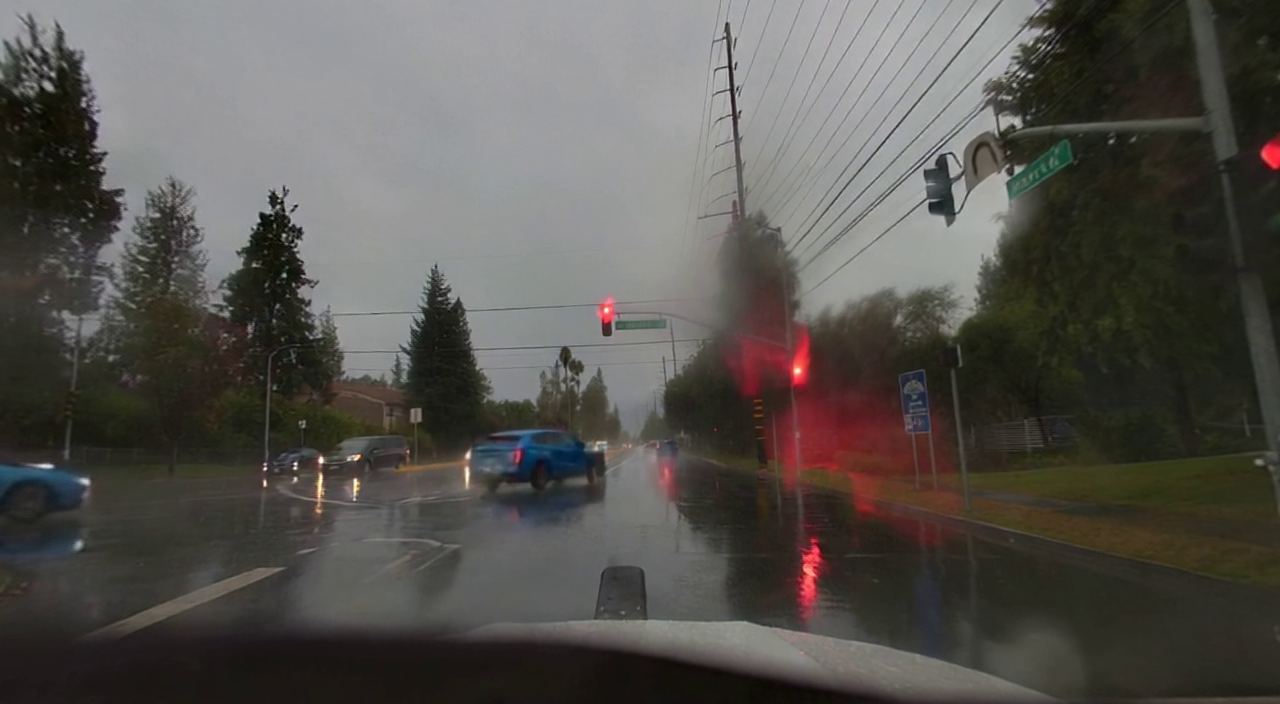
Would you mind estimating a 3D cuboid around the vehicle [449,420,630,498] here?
[{"bbox_3d":[-2.791,3.214,19.316,2.137,1.986,5.930,-5,-10,30],"label":"vehicle"}]

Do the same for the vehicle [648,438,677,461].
[{"bbox_3d":[1.685,7.474,48.183,2.051,1.666,4.607,0,-8,1],"label":"vehicle"}]

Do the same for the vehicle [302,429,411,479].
[{"bbox_3d":[-13.137,4.762,29.614,2.350,2.104,5.828,0,-8,1],"label":"vehicle"}]

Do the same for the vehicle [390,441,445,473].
[{"bbox_3d":[-13.247,6.298,37.621,1.772,1.647,4.221,-4,-9,0],"label":"vehicle"}]

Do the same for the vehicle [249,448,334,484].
[{"bbox_3d":[-17.110,5.596,31.054,1.942,1.477,3.957,-4,-9,0],"label":"vehicle"}]
